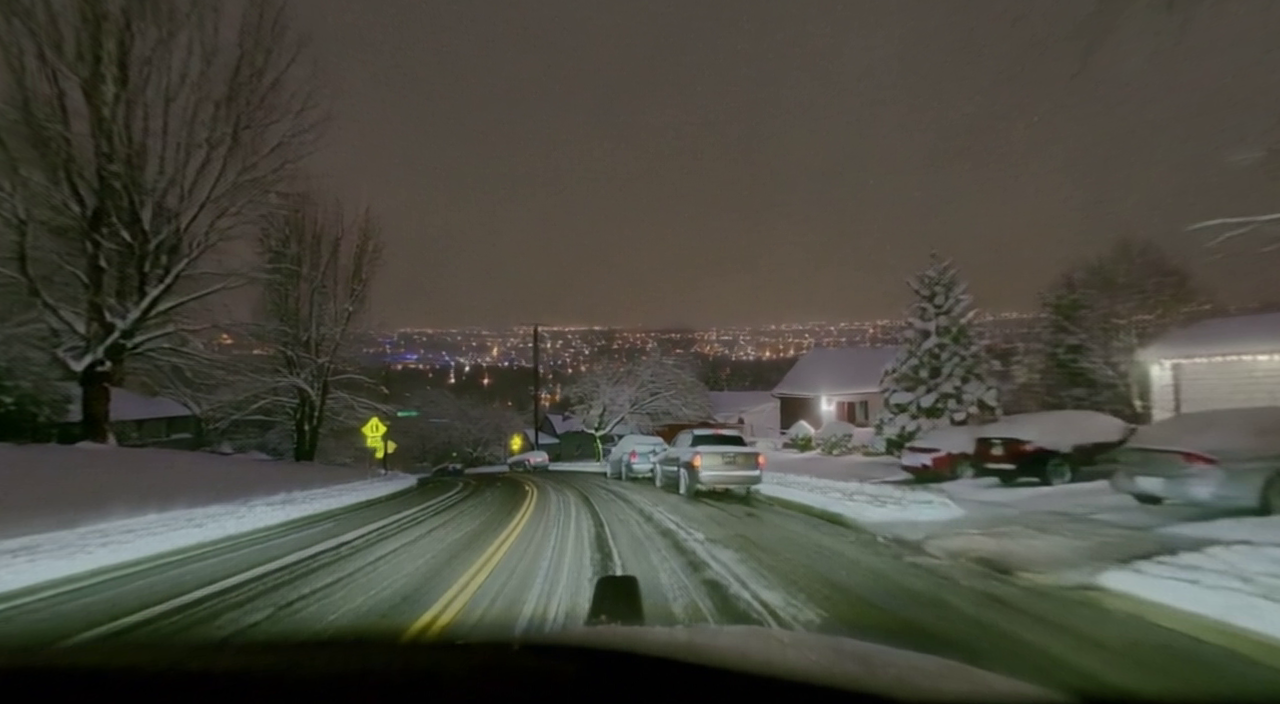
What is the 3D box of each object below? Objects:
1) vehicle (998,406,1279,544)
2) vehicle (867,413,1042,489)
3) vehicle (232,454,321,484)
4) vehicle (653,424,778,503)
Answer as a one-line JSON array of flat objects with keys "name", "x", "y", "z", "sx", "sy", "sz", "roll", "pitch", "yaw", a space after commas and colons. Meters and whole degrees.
[{"name": "vehicle", "x": 7.927, "y": 1.787, "z": 9.794, "sx": 4.512, "sy": 1.670, "sz": 2.031, "roll": 4, "pitch": -10, "yaw": -31}, {"name": "vehicle", "x": 8.500, "y": 2.626, "z": 17.013, "sx": 4.469, "sy": 1.780, "sz": 1.970, "roll": 4, "pitch": -10, "yaw": -31}, {"name": "vehicle", "x": -22.260, "y": 7.178, "z": 38.864, "sx": 4.464, "sy": 1.681, "sz": 1.906, "roll": 3, "pitch": -9, "yaw": -21}, {"name": "vehicle", "x": 1.694, "y": 2.758, "z": 16.030, "sx": 1.965, "sy": 1.663, "sz": 4.744, "roll": 1, "pitch": -9, "yaw": -8}]
